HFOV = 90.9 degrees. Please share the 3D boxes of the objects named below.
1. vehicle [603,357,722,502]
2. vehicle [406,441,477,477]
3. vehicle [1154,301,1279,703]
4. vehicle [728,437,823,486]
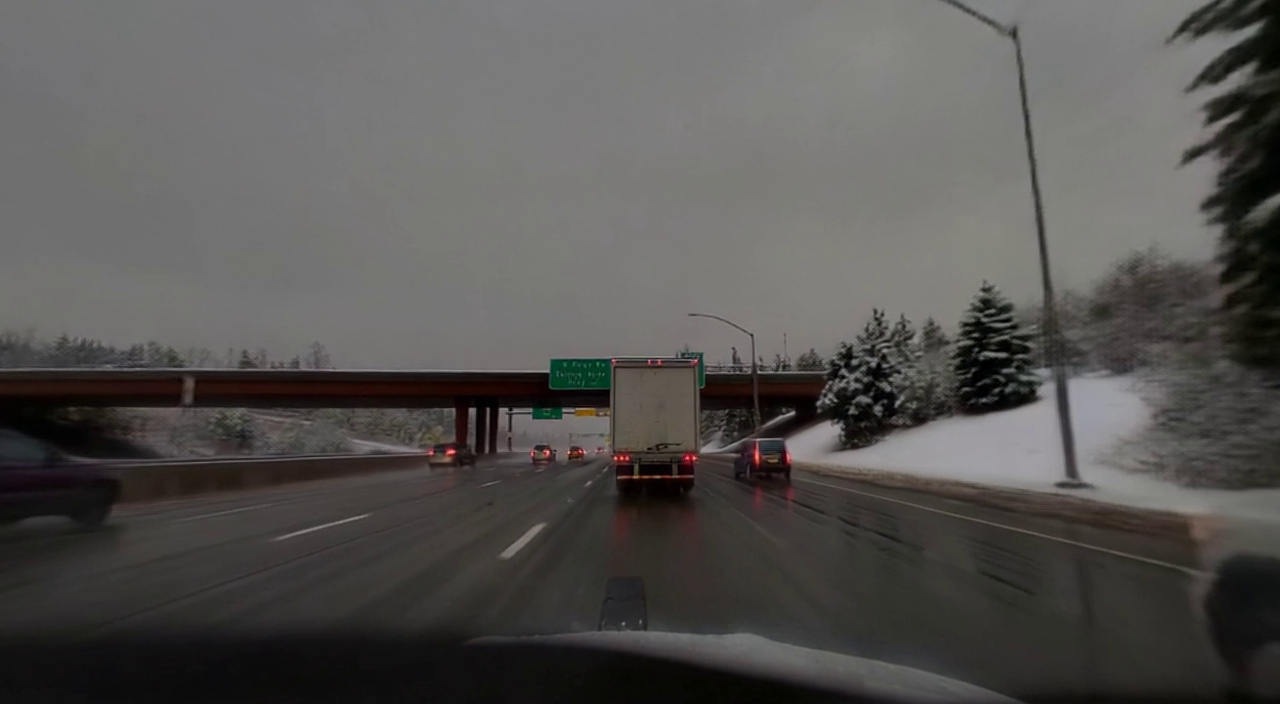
[{"bbox_3d":[0.376,2.723,21.079,2.916,3.584,10.841,0,-9,-2],"label":"vehicle"},{"bbox_3d":[-10.728,5.789,34.524,2.217,1.797,5.226,0,-9,0],"label":"vehicle"},{"bbox_3d":[4.044,0.467,0.977,2.174,1.968,5.016,0,-9,0],"label":"vehicle"},{"bbox_3d":[4.537,3.754,21.971,2.108,1.508,4.744,0,-9,-2],"label":"vehicle"}]
